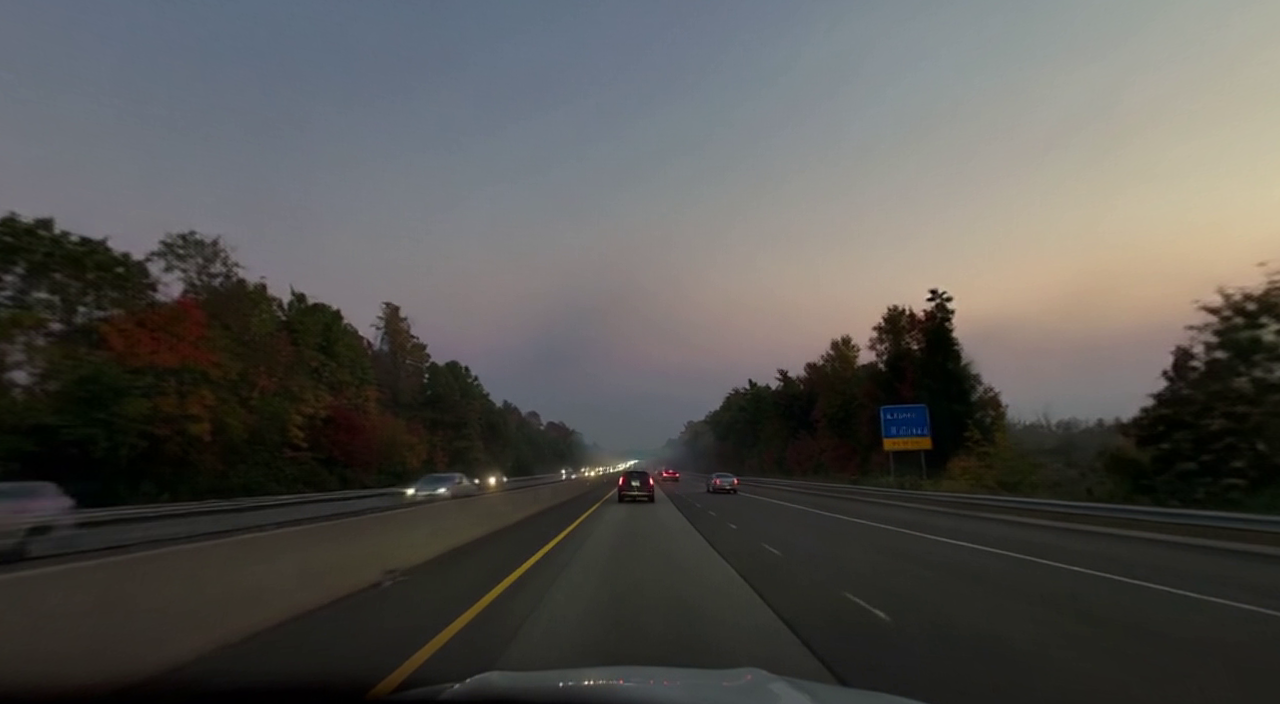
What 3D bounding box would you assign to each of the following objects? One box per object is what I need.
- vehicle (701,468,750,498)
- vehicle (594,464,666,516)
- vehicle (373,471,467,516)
[{"bbox_3d":[4.520,6.947,33.710,1.974,1.476,4.119,1,-10,-1],"label":"vehicle"},{"bbox_3d":[-0.287,4.323,20.057,2.060,1.473,3.726,1,-10,0],"label":"vehicle"},{"bbox_3d":[-8.041,5.213,23.515,1.843,1.448,4.542,1,-10,0],"label":"vehicle"}]
